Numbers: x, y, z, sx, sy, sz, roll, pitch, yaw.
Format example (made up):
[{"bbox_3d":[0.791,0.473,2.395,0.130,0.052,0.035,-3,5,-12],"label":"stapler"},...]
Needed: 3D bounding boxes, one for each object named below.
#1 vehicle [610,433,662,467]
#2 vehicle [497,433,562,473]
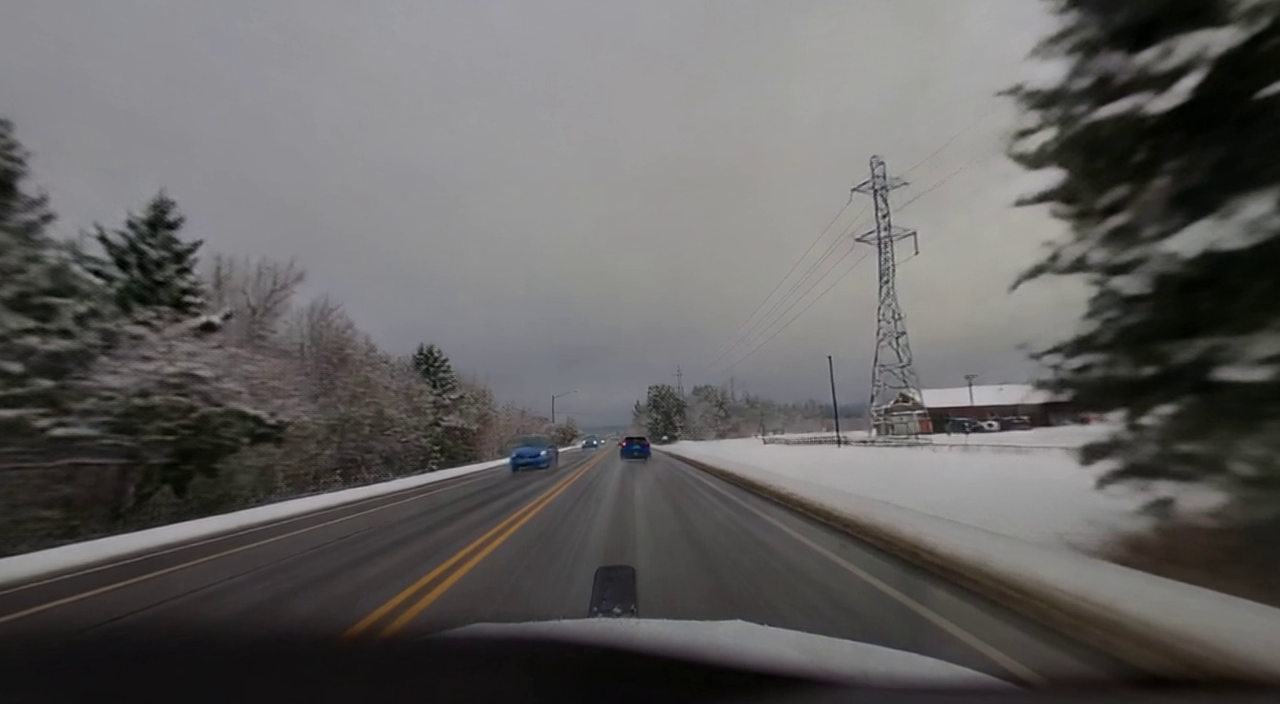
[{"bbox_3d":[-0.215,4.493,29.176,2.241,1.471,3.829,0,-8,-2],"label":"vehicle"},{"bbox_3d":[-4.485,4.159,26.243,2.019,1.511,4.290,0,-8,-1],"label":"vehicle"}]
